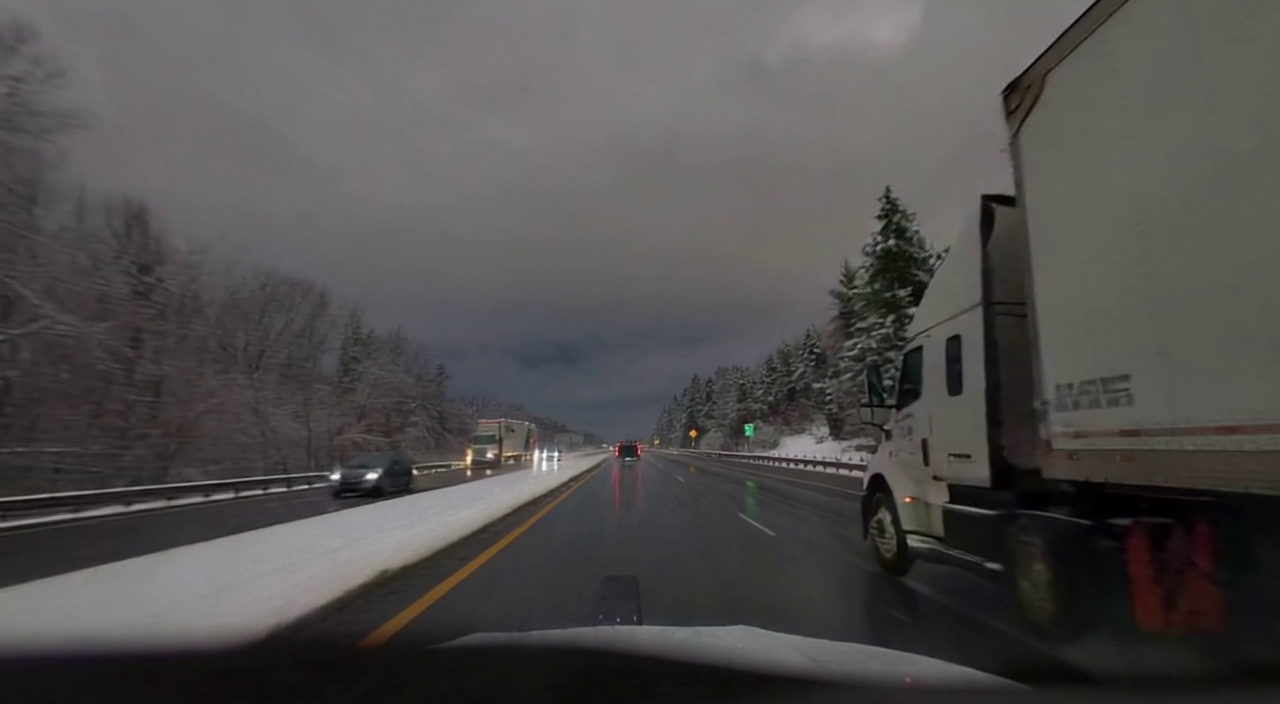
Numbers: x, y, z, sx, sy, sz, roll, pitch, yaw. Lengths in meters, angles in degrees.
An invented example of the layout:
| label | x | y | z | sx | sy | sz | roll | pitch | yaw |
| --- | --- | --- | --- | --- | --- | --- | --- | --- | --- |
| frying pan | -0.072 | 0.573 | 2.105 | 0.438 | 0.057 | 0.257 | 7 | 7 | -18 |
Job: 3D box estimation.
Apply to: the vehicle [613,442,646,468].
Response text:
| label | x | y | z | sx | sy | sz | roll | pitch | yaw |
| --- | --- | --- | --- | --- | --- | --- | --- | --- | --- |
| vehicle | -0.743 | 7.059 | 43.204 | 2.151 | 1.693 | 4.201 | 0 | -9 | -2 |

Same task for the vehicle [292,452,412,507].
| label | x | y | z | sx | sy | sz | roll | pitch | yaw |
| --- | --- | --- | --- | --- | --- | --- | --- | --- | --- |
| vehicle | -8.998 | 3.981 | 20.009 | 1.941 | 1.521 | 4.082 | 0 | -9 | -1 |
